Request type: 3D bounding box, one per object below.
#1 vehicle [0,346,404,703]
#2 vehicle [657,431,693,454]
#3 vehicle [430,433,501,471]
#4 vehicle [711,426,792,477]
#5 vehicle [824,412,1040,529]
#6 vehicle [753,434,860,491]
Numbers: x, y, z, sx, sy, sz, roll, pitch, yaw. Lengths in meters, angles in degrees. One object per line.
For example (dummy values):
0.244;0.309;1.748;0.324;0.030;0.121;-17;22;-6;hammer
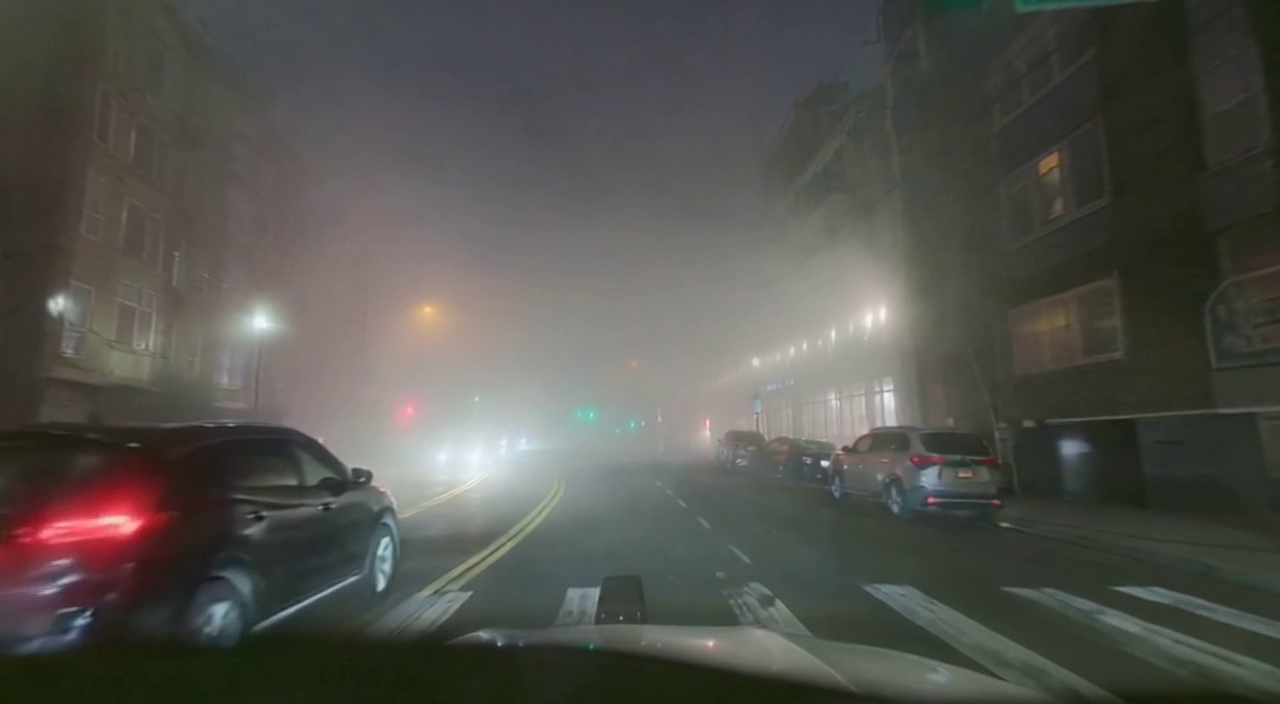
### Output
-3.357;1.077;3.820;2.129;1.744;4.568;0;-8;-1;vehicle
2.497;6.570;46.161;1.957;1.572;4.418;1;-8;-5;vehicle
-7.402;4.271;27.231;2.095;1.493;4.216;0;-8;-4;vehicle
4.336;3.967;25.545;2.059;1.804;5.182;0;-8;-4;vehicle
5.611;2.316;13.030;1.945;1.931;4.778;0;-8;-3;vehicle
4.967;3.324;19.472;1.915;1.569;4.117;1;-8;-4;vehicle
